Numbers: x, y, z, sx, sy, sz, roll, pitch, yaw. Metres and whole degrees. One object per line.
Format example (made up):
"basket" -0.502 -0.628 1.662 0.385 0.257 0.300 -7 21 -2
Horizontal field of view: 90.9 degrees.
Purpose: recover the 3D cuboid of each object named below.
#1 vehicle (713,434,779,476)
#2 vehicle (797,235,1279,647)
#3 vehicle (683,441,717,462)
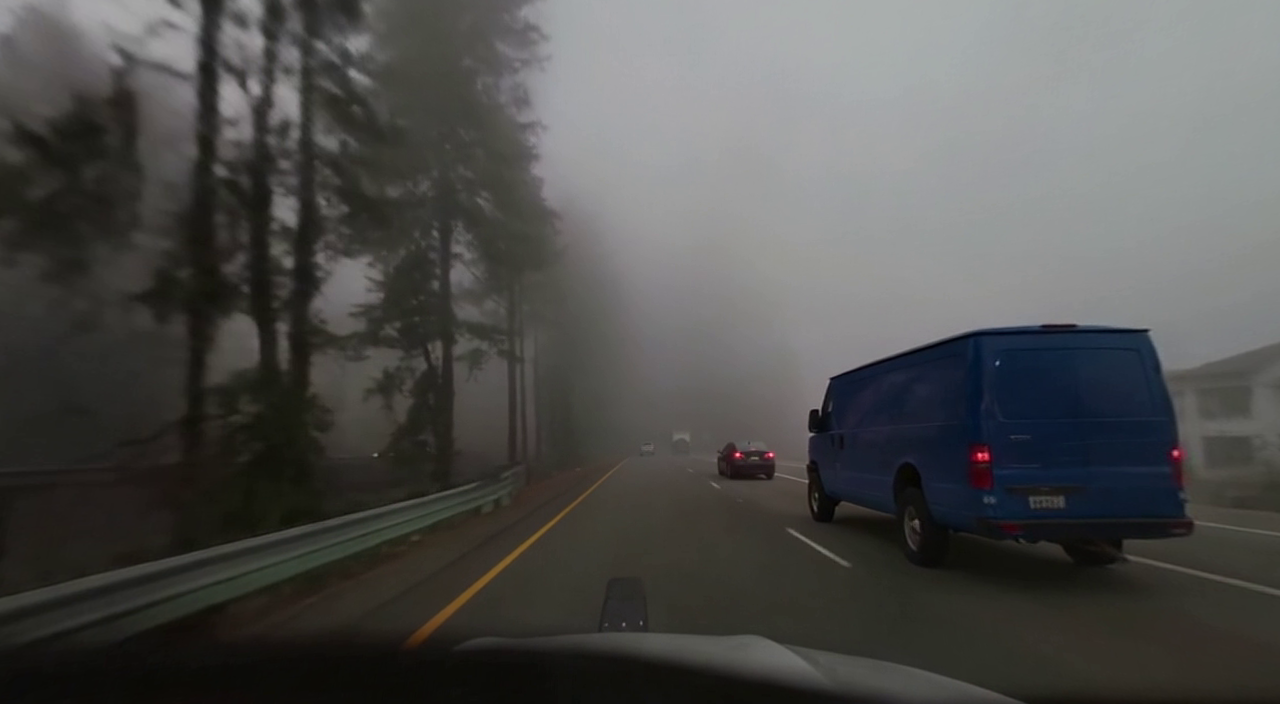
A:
"vehicle" 4.470 4.405 27.218 2.034 1.651 4.342 0 -8 0
"vehicle" 3.653 0.948 7.057 2.302 2.670 5.912 0 -8 1
"vehicle" 4.374 7.311 46.363 2.050 1.448 4.123 0 -8 -1
